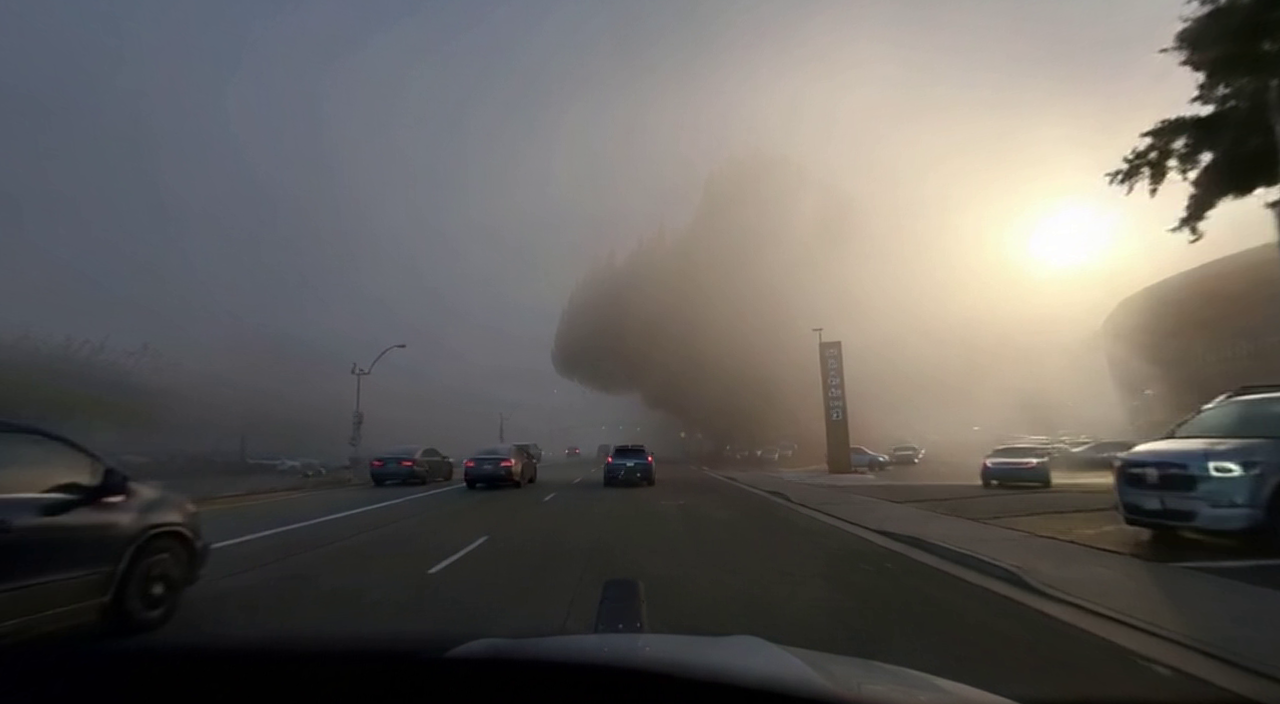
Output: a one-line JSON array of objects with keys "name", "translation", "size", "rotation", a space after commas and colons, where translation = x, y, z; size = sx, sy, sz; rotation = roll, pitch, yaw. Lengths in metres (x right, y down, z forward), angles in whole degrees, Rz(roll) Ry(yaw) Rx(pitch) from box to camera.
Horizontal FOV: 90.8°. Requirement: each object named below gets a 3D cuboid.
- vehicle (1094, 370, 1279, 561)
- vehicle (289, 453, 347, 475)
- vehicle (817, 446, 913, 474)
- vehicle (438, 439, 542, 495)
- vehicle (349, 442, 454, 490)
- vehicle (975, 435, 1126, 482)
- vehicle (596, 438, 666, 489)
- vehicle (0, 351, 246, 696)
[{"name": "vehicle", "translation": [9.100, 1.167, 7.540], "size": [5.518, 1.898, 2.188], "rotation": [-3, -9, -1]}, {"name": "vehicle", "translation": [-24.424, 8.495, 48.149], "size": [1.960, 1.478, 4.732], "rotation": [0, -8, -1]}, {"name": "vehicle", "translation": [13.313, 6.386, 37.584], "size": [4.877, 1.603, 2.197], "rotation": [0, -8, 1]}, {"name": "vehicle", "translation": [-4.356, 3.392, 19.202], "size": [1.973, 1.456, 4.850], "rotation": [0, -8, 0]}, {"name": "vehicle", "translation": [-8.024, 3.842, 21.737], "size": [2.009, 1.470, 4.179], "rotation": [0, -8, 0]}, {"name": "vehicle", "translation": [14.561, 3.759, 22.448], "size": [4.619, 1.523, 1.873], "rotation": [3, -9, -18]}, {"name": "vehicle", "translation": [-0.335, 3.554, 20.498], "size": [2.061, 1.469, 3.954], "rotation": [0, -8, -2]}, {"name": "vehicle", "translation": [-4.431, 0.871, 3.122], "size": [2.096, 1.807, 4.413], "rotation": [0, -8, 0]}]
